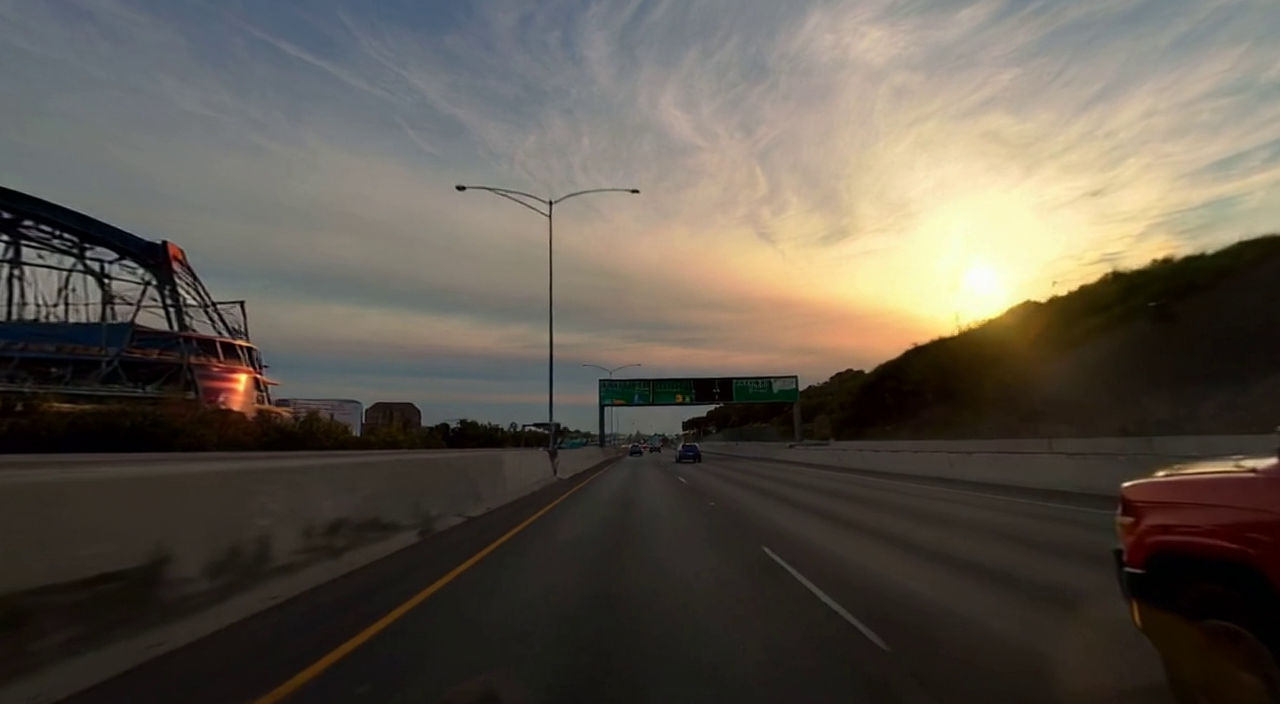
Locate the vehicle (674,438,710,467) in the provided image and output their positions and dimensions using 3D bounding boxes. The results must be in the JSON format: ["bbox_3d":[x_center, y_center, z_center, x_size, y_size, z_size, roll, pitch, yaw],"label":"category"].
[{"bbox_3d":[3.274,6.432,40.523,1.973,1.774,4.092,0,-9,0],"label":"vehicle"}]

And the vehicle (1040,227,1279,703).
[{"bbox_3d":[3.085,0.406,0.516,2.199,2.002,4.970,0,-9,0],"label":"vehicle"}]
